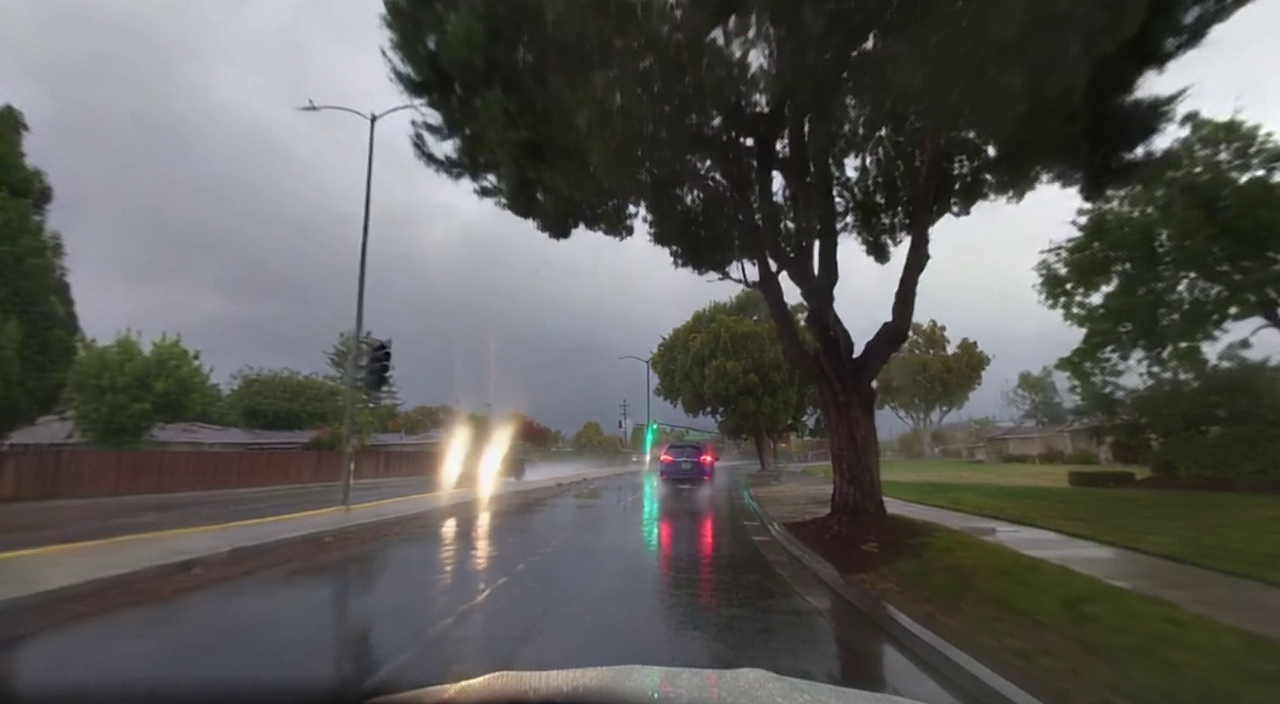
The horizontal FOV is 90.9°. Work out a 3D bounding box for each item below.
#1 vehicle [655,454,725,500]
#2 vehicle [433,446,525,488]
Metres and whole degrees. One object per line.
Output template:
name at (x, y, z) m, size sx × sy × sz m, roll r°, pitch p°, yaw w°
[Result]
vehicle at (1.804, 4.062, 20.850) m, size 1.972 × 1.250 × 5.282 m, roll 0°, pitch -10°, yaw 8°
vehicle at (-6.291, 4.559, 25.170) m, size 1.870 × 1.518 × 4.390 m, roll -1°, pitch -10°, yaw 10°
